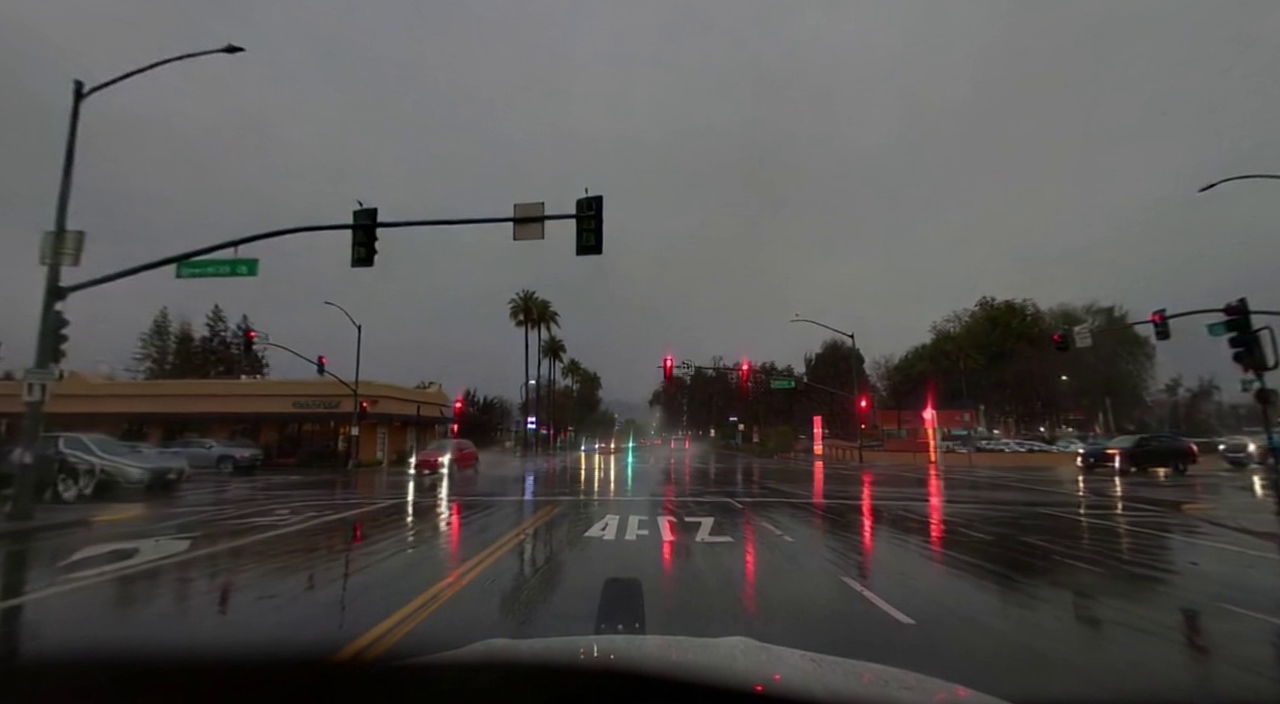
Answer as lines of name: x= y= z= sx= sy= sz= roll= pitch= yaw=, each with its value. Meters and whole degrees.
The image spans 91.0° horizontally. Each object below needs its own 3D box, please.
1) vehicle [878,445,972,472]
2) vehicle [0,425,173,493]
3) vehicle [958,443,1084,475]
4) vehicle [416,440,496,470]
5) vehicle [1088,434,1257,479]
vehicle: x=16.150 y=6.039 z=35.828 sx=4.451 sy=1.494 sz=1.857 roll=-1 pitch=-9 yaw=7
vehicle: x=-18.507 y=3.427 z=20.327 sx=4.901 sy=2.064 sz=2.296 roll=0 pitch=-8 yaw=0
vehicle: x=18.886 y=5.312 z=31.372 sx=4.977 sy=1.508 sz=1.948 roll=0 pitch=-9 yaw=0
vehicle: x=-11.340 y=6.380 z=39.132 sx=2.045 sy=1.699 sz=4.563 roll=-5 pitch=-10 yaw=31
vehicle: x=23.369 y=4.580 z=27.762 sx=5.509 sy=1.873 sz=2.123 roll=0 pitch=-9 yaw=-1
